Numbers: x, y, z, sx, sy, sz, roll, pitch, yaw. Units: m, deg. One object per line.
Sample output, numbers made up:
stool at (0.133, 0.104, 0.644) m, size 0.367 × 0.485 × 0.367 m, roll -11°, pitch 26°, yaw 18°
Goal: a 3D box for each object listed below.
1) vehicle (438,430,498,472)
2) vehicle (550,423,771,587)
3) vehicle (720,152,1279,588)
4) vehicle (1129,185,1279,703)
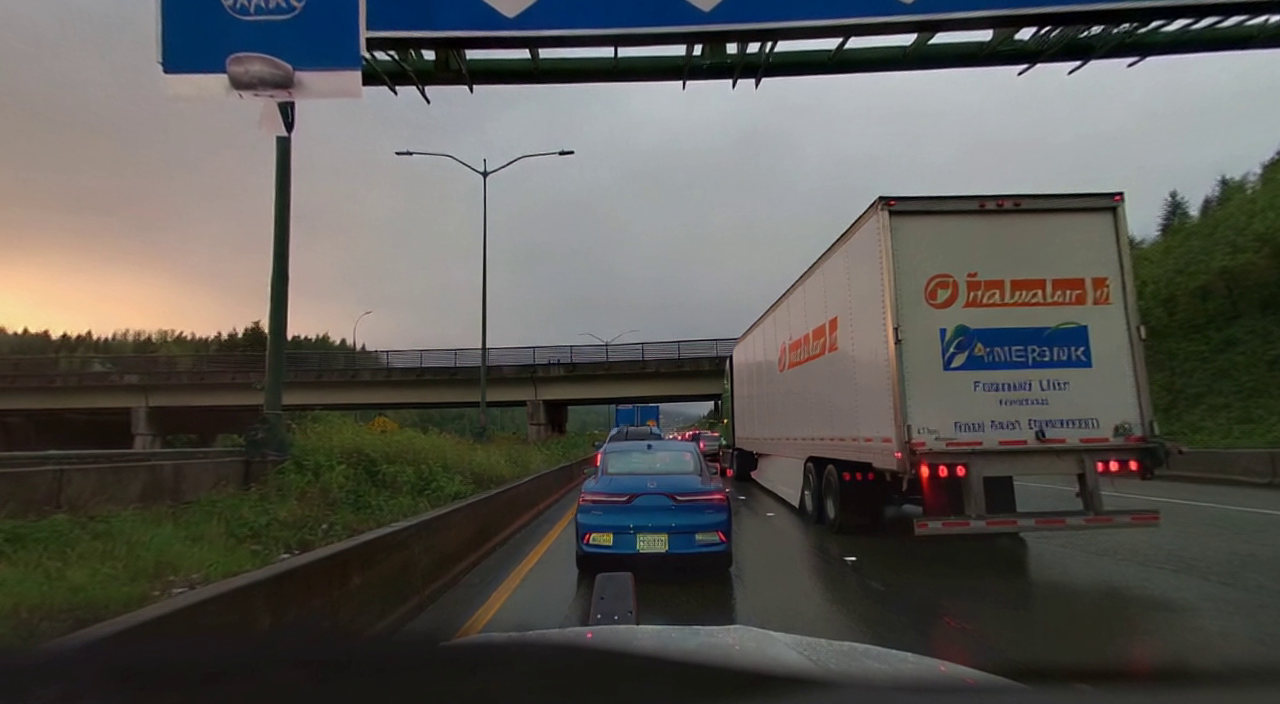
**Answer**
vehicle at (-12.278, 7.120, 45.546) m, size 2.524 × 2.800 × 6.564 m, roll -1°, pitch -8°, yaw -1°
vehicle at (0.177, 1.684, 7.714) m, size 2.045 × 1.490 × 3.597 m, roll -1°, pitch -8°, yaw 0°
vehicle at (4.191, 1.066, 12.968) m, size 2.827 × 4.081 × 14.305 m, roll 0°, pitch -8°, yaw -1°
vehicle at (4.733, 0.116, 0.662) m, size 2.892 × 2.615 × 6.650 m, roll 0°, pitch -8°, yaw -2°
